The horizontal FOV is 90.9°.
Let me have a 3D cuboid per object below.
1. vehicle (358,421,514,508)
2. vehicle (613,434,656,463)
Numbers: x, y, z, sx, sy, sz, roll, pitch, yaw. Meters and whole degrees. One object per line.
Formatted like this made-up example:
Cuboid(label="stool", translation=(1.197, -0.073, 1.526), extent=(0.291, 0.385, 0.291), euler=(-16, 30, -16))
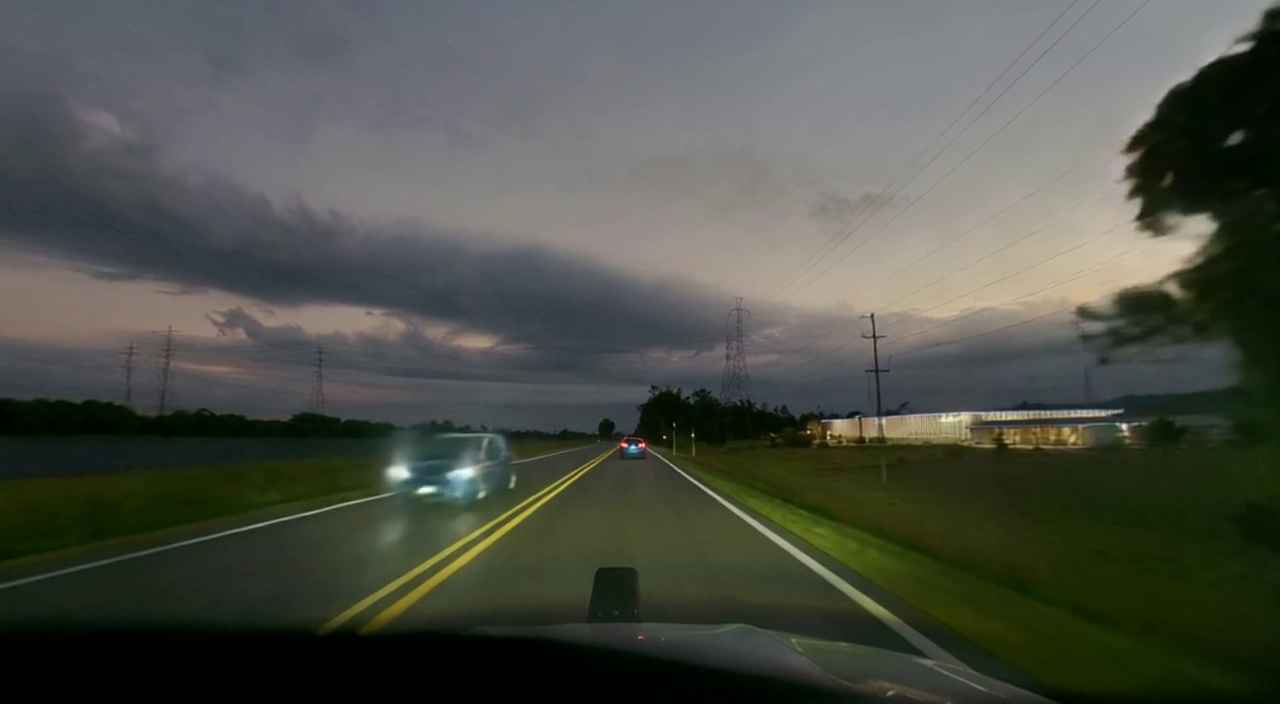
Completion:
Cuboid(label="vehicle", translation=(-4.126, 2.326, 13.552), extent=(2.079, 1.591, 3.951), euler=(0, -8, -1))
Cuboid(label="vehicle", translation=(-0.298, 5.249, 34.578), extent=(2.241, 1.471, 3.829), euler=(0, -8, -1))
